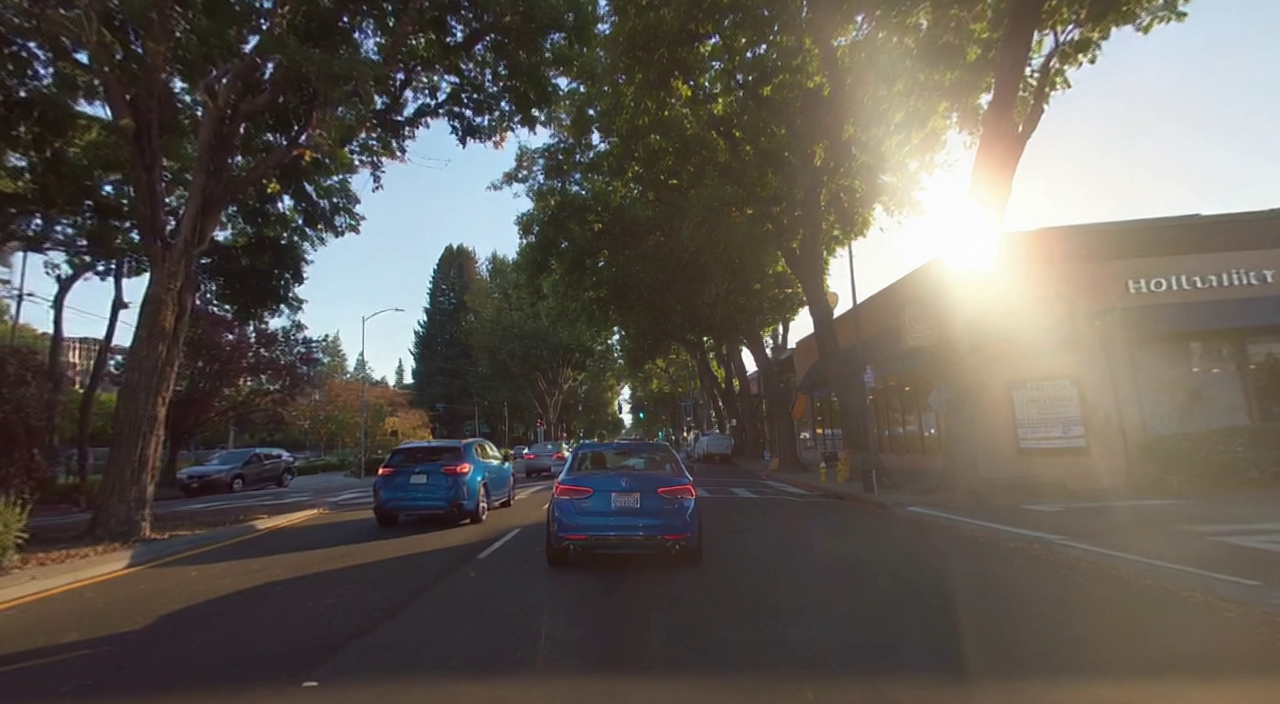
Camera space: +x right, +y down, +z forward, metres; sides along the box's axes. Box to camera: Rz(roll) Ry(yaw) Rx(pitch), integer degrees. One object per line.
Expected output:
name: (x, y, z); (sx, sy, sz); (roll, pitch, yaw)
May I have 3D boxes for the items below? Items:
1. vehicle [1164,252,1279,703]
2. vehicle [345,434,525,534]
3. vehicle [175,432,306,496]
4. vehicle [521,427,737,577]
vehicle: (3.322, 0.372, 0.289); (2.152, 1.987, 4.527); (0, -9, -1)
vehicle: (-3.460, 2.291, 11.542); (1.905, 1.473, 4.016); (0, -9, 0)
vehicle: (-19.160, 5.366, 30.736); (2.286, 2.777, 5.926); (-1, -9, 2)
vehicle: (-0.113, 1.814, 8.414); (2.160, 1.482, 4.037); (0, -9, 0)
